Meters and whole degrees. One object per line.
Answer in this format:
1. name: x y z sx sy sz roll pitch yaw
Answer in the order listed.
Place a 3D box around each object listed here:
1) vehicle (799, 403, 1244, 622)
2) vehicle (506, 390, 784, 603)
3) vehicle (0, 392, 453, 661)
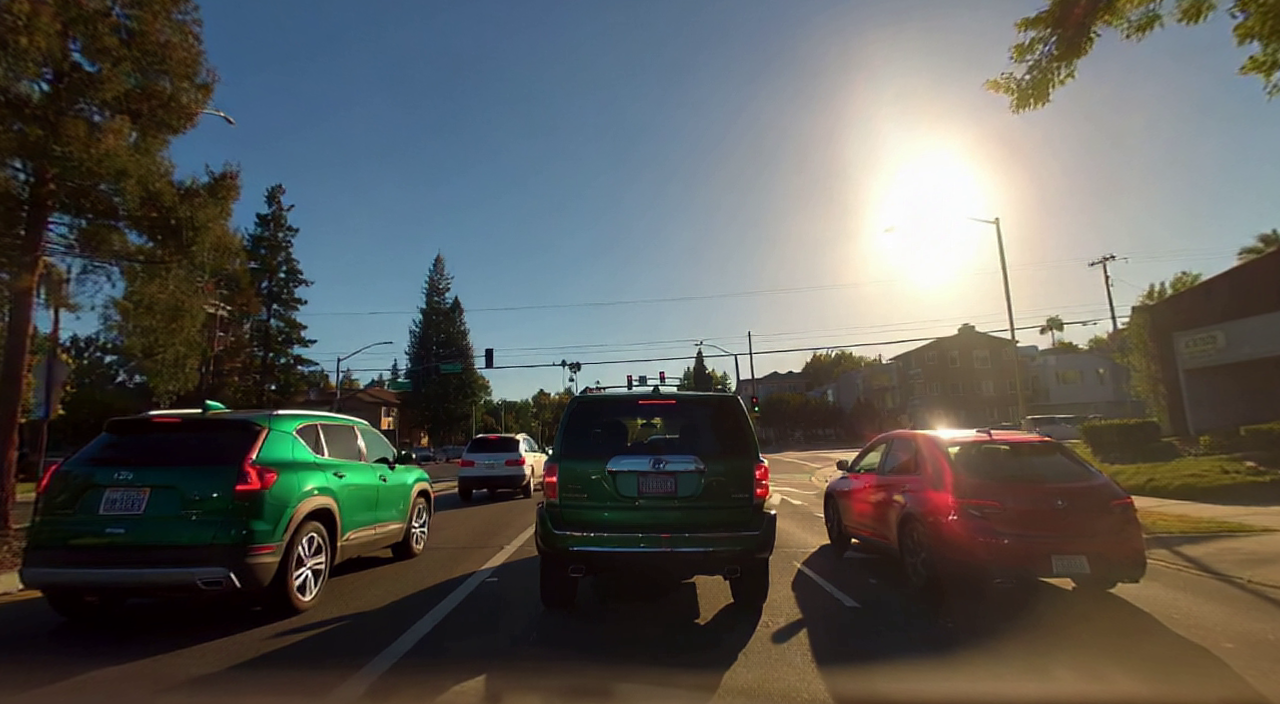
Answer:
1. vehicle: 3.475 1.550 7.051 2.202 1.657 4.298 0 -9 -1
2. vehicle: 0.020 1.485 7.249 2.294 1.761 3.857 0 -9 -1
3. vehicle: -3.373 1.372 5.978 1.961 1.639 4.064 0 -9 0
